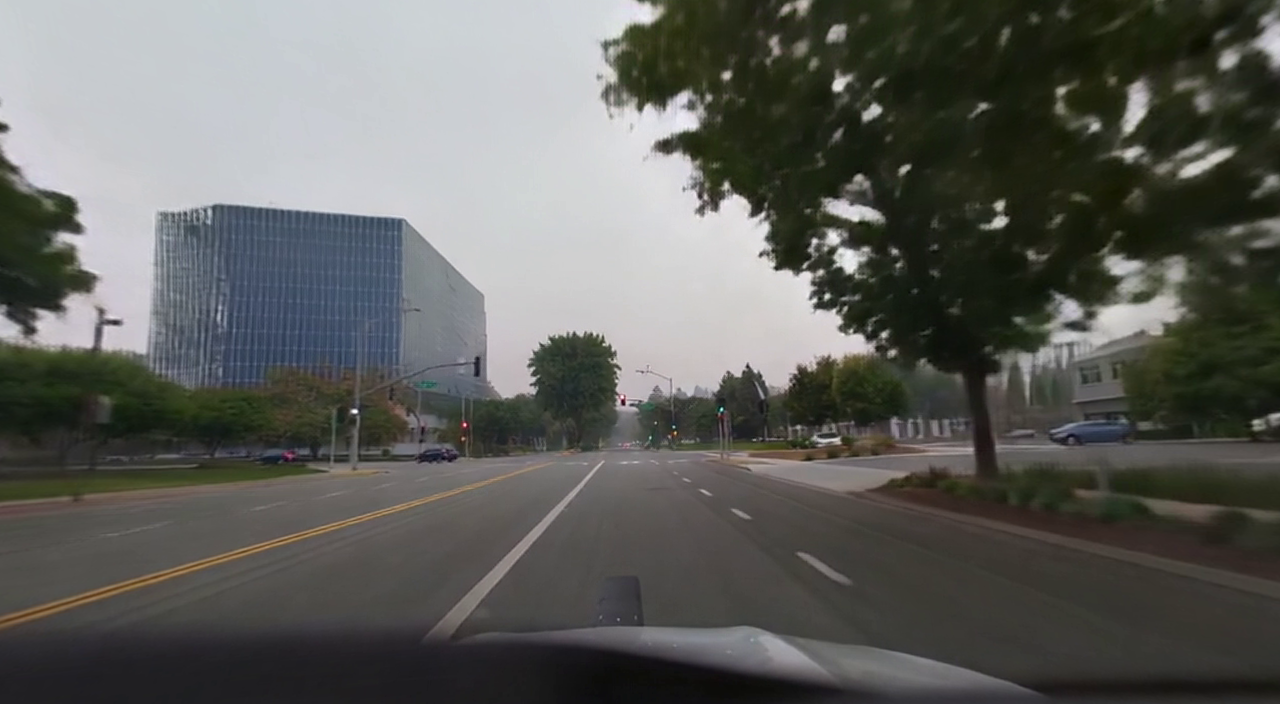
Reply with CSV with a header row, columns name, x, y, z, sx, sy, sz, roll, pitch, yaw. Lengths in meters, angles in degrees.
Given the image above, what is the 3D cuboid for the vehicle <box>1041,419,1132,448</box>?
name,x,y,z,sx,sy,sz,roll,pitch,yaw
vehicle,24.343,4.520,34.703,1.859,1.453,4.076,0,-9,-2

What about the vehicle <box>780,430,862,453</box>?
name,x,y,z,sx,sy,sz,roll,pitch,yaw
vehicle,11.700,5.809,41.089,4.670,1.476,2.042,0,-8,-1

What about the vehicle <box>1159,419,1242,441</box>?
name,x,y,z,sx,sy,sz,roll,pitch,yaw
vehicle,42.345,5.931,47.947,1.801,1.495,4.816,0,-9,-2
